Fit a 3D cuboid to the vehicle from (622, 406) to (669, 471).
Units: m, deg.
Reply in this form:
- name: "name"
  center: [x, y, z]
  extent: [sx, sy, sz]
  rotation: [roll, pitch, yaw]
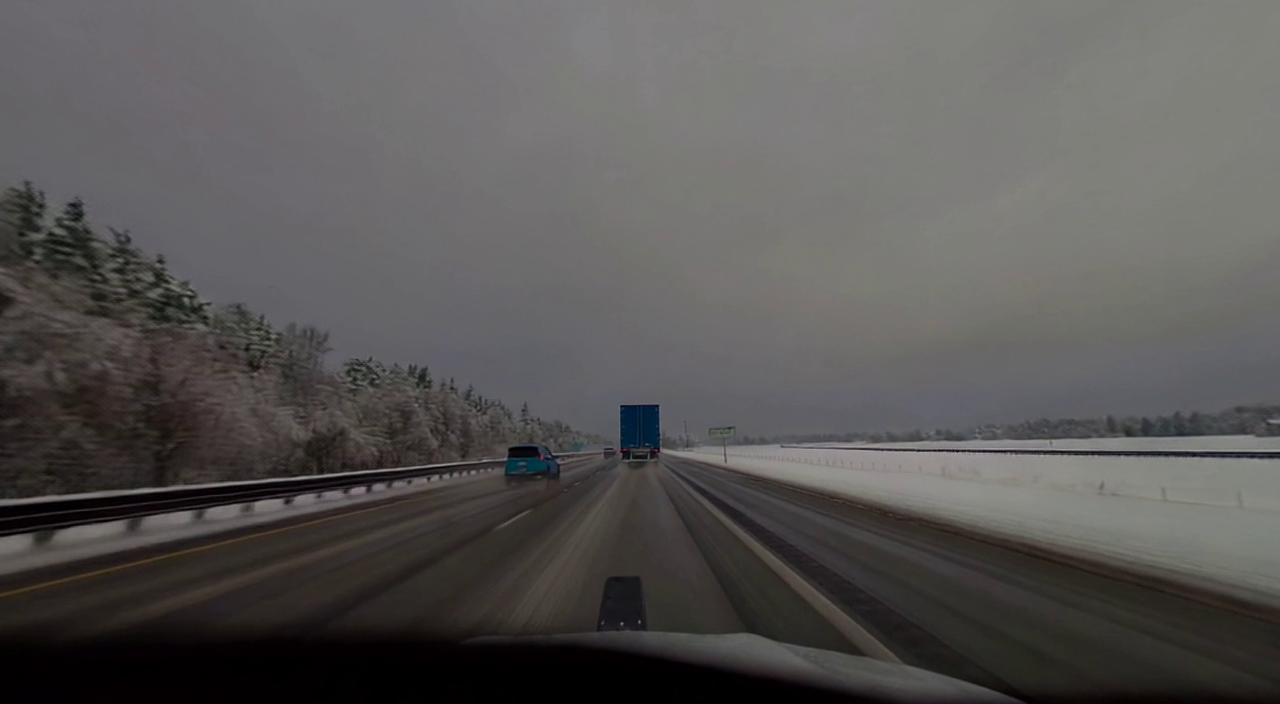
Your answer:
- name: "vehicle"
  center: [0.387, 6.092, 44.001]
  extent: [2.899, 3.966, 10.053]
  rotation: [0, -9, 1]

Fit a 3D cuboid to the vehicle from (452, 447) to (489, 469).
- name: "vehicle"
  center: [-13.321, 8.344, 49.809]
  extent: [1.828, 1.576, 4.143]
  rotation: [0, -9, -1]

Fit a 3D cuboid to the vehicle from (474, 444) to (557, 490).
- name: "vehicle"
  center: [-4.455, 4.188, 23.373]
  extent: [2.051, 1.538, 4.569]
  rotation: [0, -9, 1]
